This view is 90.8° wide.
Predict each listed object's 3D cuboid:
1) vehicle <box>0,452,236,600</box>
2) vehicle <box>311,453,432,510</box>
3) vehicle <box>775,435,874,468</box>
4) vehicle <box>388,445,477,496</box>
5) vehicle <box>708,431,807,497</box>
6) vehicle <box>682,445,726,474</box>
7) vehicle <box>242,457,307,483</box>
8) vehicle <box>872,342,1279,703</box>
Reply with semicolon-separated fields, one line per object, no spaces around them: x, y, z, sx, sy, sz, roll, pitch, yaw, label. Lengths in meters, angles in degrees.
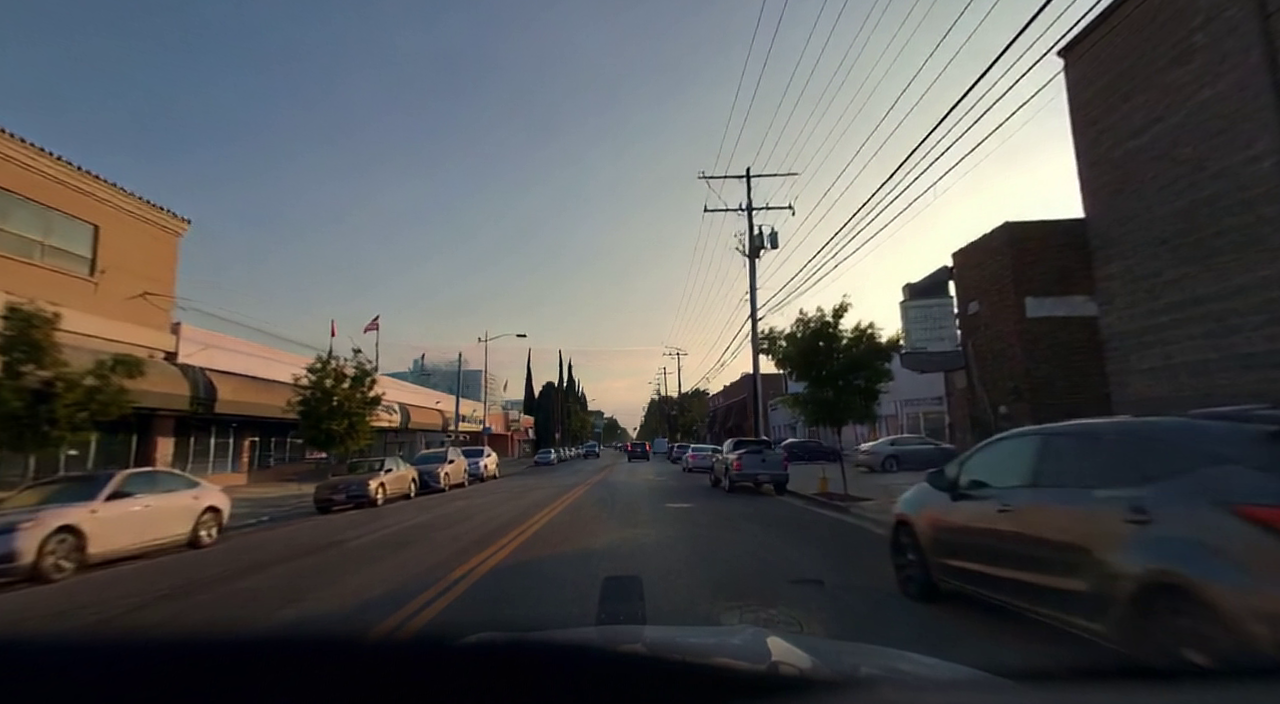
-8.565;2.450;9.647;1.860;1.565;4.569;-2;-7;-1;vehicle
-8.676;4.190;20.987;2.022;1.501;4.860;0;-7;-1;vehicle
9.954;5.394;34.405;4.744;1.610;1.921;-2;-8;1;vehicle
-8.530;4.859;26.517;2.045;1.820;4.858;0;-7;0;vehicle
3.493;3.442;19.796;2.088;1.765;4.704;0;-9;-1;vehicle
3.431;5.886;34.809;1.866;1.439;4.482;0;-9;-1;vehicle
-23.428;7.540;40.639;1.866;1.397;3.991;-2;-9;-2;vehicle
3.446;1.130;4.224;1.962;1.752;4.478;0;-10;-1;vehicle
